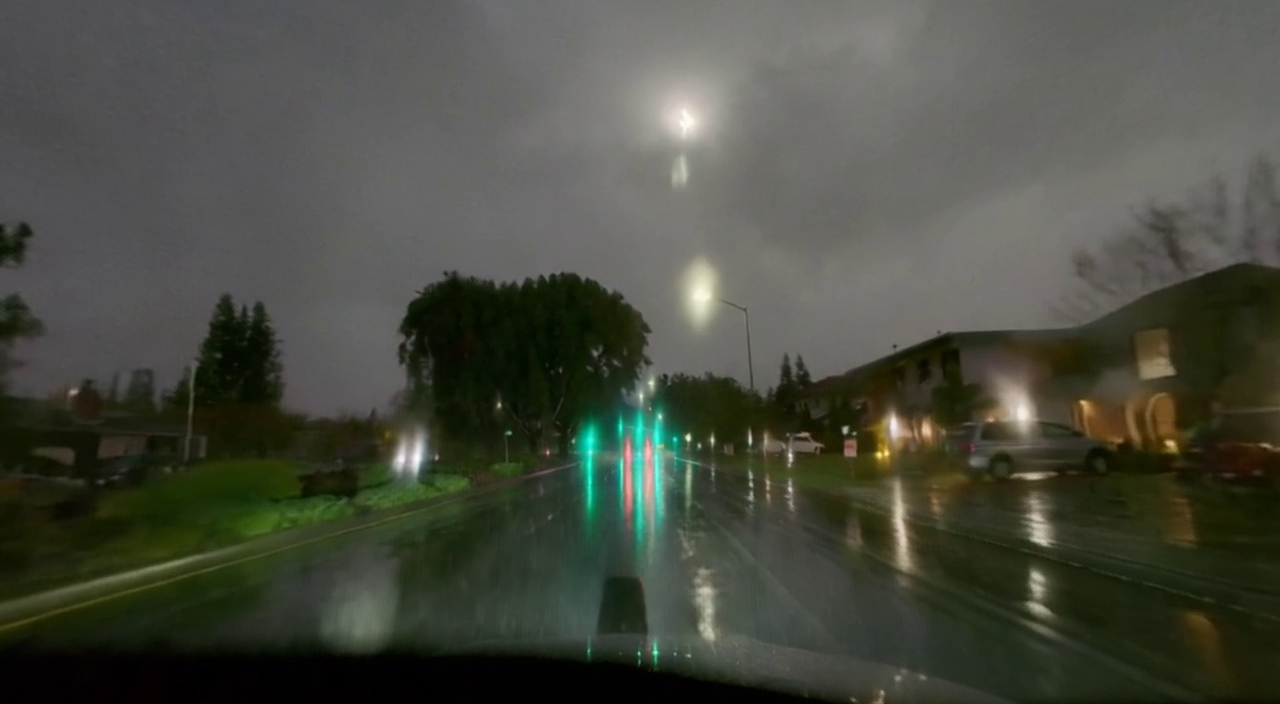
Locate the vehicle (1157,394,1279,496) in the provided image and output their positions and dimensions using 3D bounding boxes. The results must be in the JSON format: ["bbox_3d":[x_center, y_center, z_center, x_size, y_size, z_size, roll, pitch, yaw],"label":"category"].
[{"bbox_3d":[13.289,1.810,12.282,4.374,1.787,2.161,0,-9,-1],"label":"vehicle"}]

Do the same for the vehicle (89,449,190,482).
[{"bbox_3d":[-24.102,5.435,30.410,1.892,1.455,3.564,0,-8,1],"label":"vehicle"}]

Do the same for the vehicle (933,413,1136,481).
[{"bbox_3d":[12.227,2.993,19.740,4.923,2.019,1.985,0,-9,2],"label":"vehicle"}]

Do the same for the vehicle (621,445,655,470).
[{"bbox_3d":[-0.107,6.677,39.949,2.054,1.456,4.003,0,-8,0],"label":"vehicle"}]
